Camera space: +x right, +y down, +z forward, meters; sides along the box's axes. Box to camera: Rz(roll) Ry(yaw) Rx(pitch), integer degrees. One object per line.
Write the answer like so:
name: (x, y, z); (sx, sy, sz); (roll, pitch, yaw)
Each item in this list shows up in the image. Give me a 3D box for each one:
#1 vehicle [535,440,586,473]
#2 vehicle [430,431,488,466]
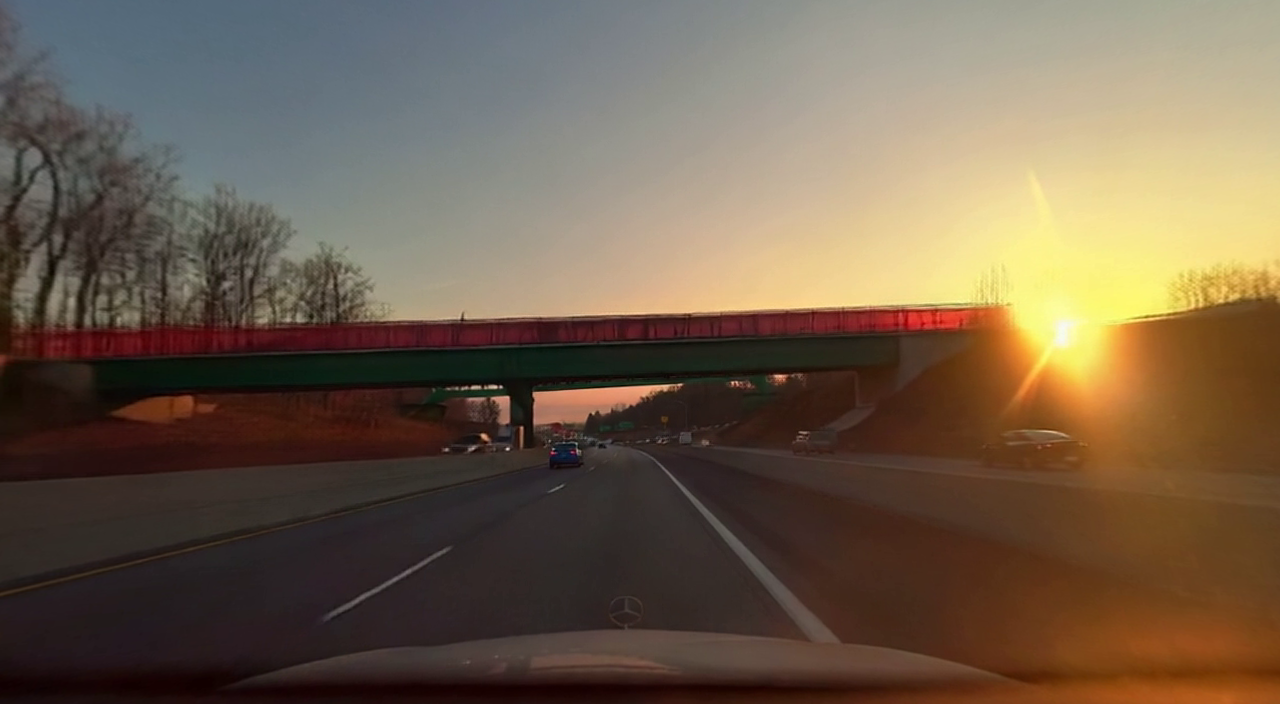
vehicle: (-4.025, 5.385, 32.607); (2.052, 1.556, 4.405); (0, -8, 0)
vehicle: (-12.624, 6.760, 44.160); (2.373, 2.306, 5.492); (0, -8, 1)
